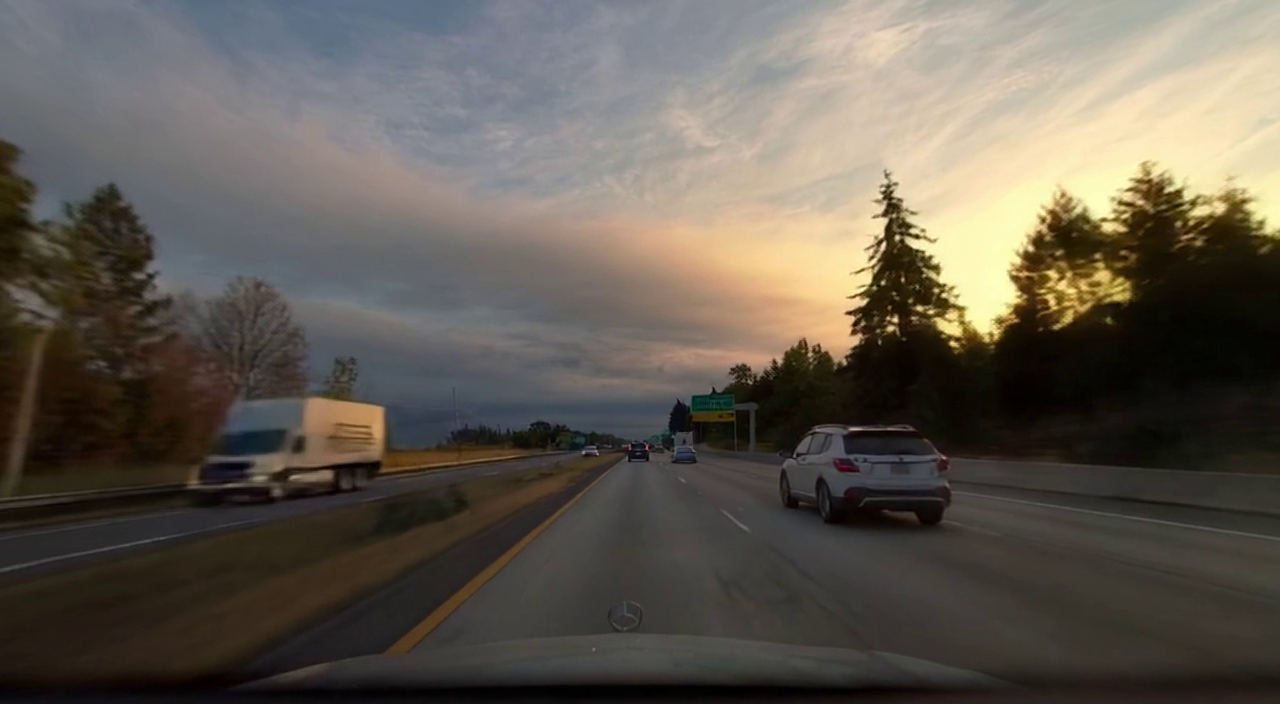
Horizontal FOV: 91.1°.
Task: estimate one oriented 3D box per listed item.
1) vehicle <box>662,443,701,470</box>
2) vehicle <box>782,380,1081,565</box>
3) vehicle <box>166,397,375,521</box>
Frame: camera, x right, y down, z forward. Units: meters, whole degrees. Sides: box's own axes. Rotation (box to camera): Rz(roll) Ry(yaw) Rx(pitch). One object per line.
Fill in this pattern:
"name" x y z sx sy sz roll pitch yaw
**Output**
"vehicle" 2.656 6.826 41.148 2.123 1.620 4.959 0 -9 -1
"vehicle" 3.687 1.650 9.183 1.981 1.984 4.623 0 -9 -2
"vehicle" -11.025 3.276 19.697 2.562 3.204 6.384 0 -9 0
